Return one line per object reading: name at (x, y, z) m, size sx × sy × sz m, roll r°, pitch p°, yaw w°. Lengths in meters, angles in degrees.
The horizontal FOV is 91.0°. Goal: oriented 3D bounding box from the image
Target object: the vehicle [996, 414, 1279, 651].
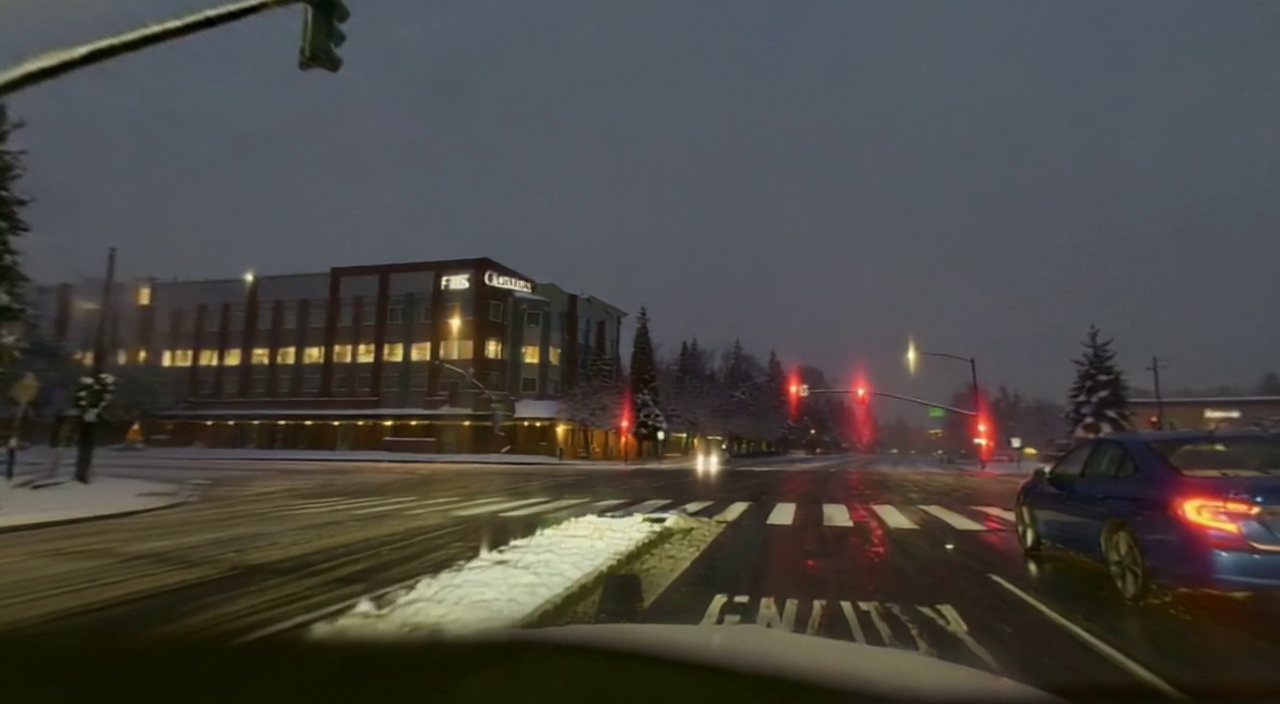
vehicle at (5.370, 1.525, 6.281) m, size 2.067 × 1.625 × 4.073 m, roll -2°, pitch -9°, yaw 14°
